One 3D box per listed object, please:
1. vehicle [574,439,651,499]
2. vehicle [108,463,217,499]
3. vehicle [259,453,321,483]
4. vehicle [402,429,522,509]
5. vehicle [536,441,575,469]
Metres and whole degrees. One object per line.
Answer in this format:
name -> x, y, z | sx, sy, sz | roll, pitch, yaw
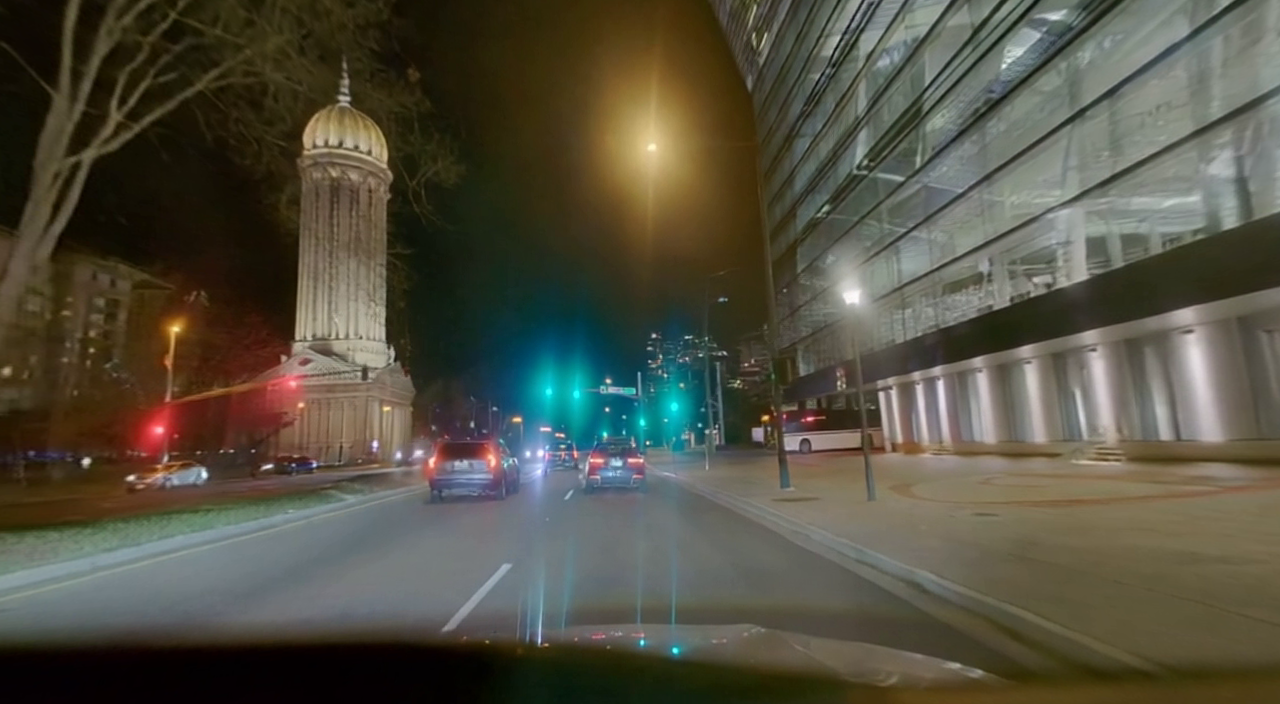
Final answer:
vehicle -> -0.760, 3.241, 17.832 | 1.933, 1.504, 3.802 | 0, -9, -2
vehicle -> -22.882, 6.184, 30.479 | 1.787, 1.466, 4.708 | 1, -9, -3
vehicle -> -23.558, 7.792, 42.648 | 1.881, 1.792, 4.640 | 1, -9, -5
vehicle -> -4.053, 2.723, 15.007 | 1.848, 1.641, 3.686 | 0, -9, -1
vehicle -> -4.964, 6.101, 37.521 | 1.961, 1.517, 4.202 | 1, -9, -3
